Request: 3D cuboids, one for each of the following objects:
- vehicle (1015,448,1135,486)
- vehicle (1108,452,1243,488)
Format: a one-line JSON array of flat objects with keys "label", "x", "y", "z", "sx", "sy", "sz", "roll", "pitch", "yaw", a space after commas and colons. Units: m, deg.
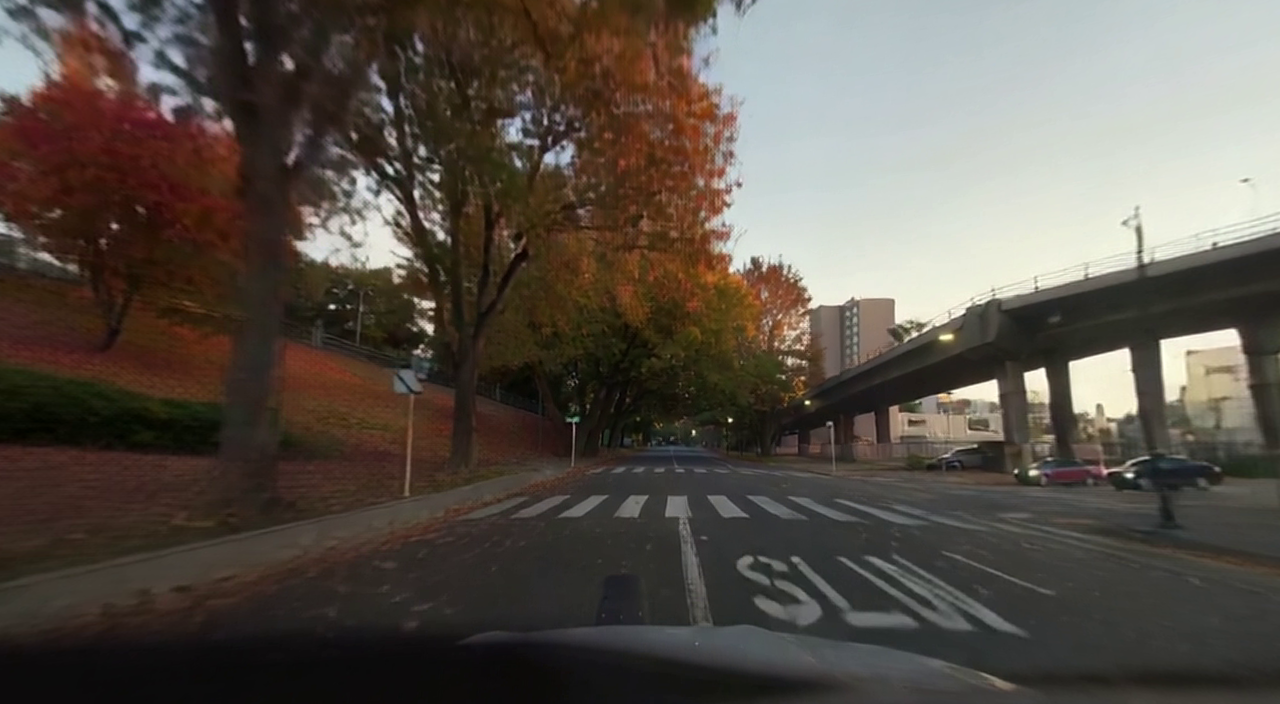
[{"label": "vehicle", "x": 21.161, "y": 5.537, "z": 30.771, "sx": 2.066, "sy": 1.654, "sz": 4.269, "roll": 7, "pitch": -10, "yaw": -36}, {"label": "vehicle", "x": 25.116, "y": 5.487, "z": 29.674, "sx": 1.842, "sy": 1.508, "sz": 4.412, "roll": 7, "pitch": -10, "yaw": -36}]
